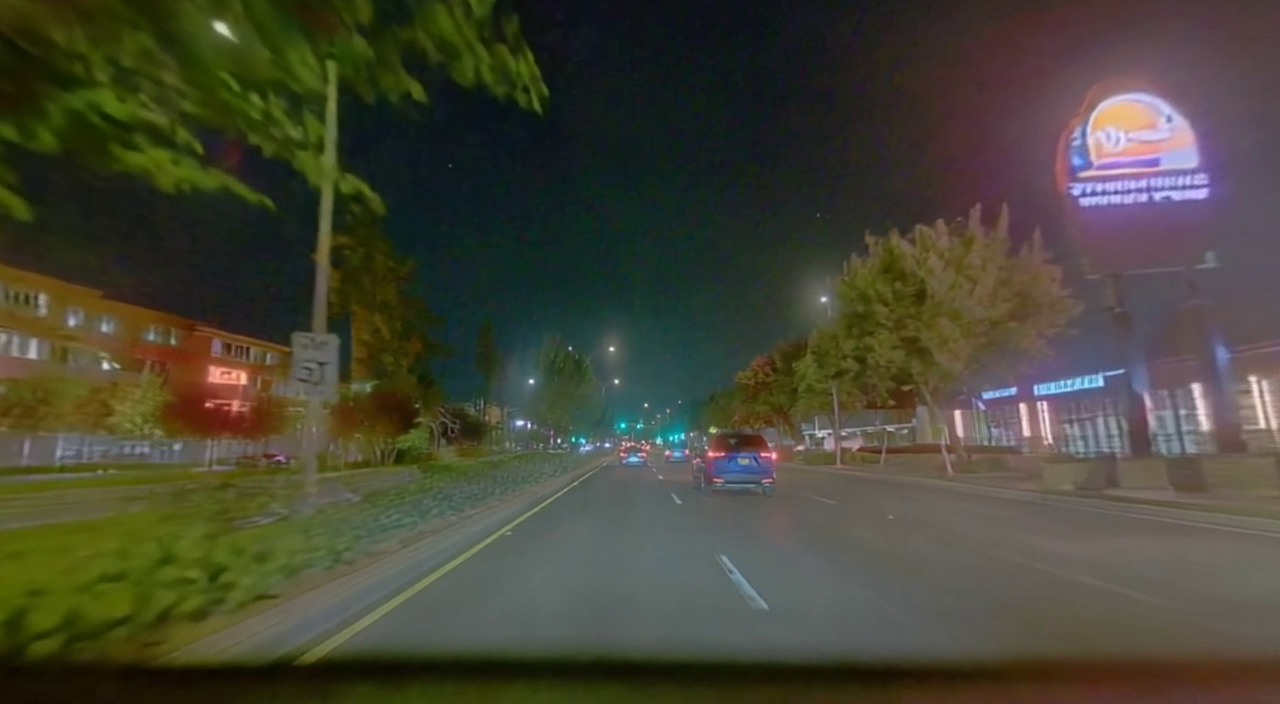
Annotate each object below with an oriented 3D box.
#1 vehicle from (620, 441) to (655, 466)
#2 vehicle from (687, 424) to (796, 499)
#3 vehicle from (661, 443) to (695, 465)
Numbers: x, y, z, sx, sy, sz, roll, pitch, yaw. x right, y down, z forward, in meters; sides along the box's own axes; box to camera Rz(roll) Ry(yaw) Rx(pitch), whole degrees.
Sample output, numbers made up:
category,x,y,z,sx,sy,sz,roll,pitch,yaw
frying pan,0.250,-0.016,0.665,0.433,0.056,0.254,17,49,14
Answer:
category,x,y,z,sx,sy,sz,roll,pitch,yaw
vehicle,-0.178,6.270,39.081,2.056,1.440,3.798,0,-8,-1
vehicle,2.654,3.016,17.788,2.140,1.811,4.593,0,-8,-2
vehicle,2.508,6.856,42.785,1.970,1.402,3.756,0,-8,-2
